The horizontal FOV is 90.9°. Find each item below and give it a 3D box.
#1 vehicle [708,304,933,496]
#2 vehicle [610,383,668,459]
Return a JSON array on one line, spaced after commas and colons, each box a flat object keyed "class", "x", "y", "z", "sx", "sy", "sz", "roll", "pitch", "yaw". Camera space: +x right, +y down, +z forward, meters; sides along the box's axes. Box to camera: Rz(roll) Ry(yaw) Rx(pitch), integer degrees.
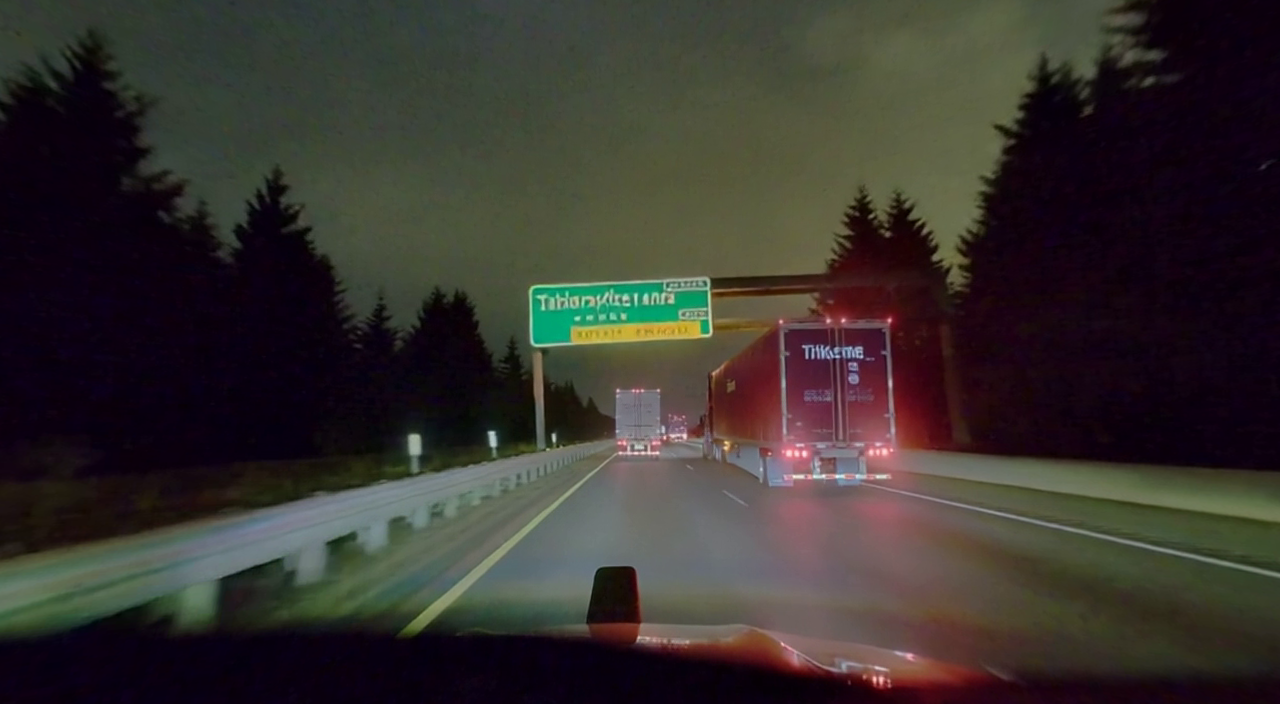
[{"class": "vehicle", "x": 4.639, "y": 1.971, "z": 20.841, "sx": 2.856, "sy": 4.145, "sz": 14.500, "roll": 0, "pitch": -8, "yaw": -1}, {"class": "vehicle", "x": -0.142, "y": 4.243, "z": 37.858, "sx": 2.958, "sy": 3.917, "sz": 10.196, "roll": 0, "pitch": -8, "yaw": -1}]
